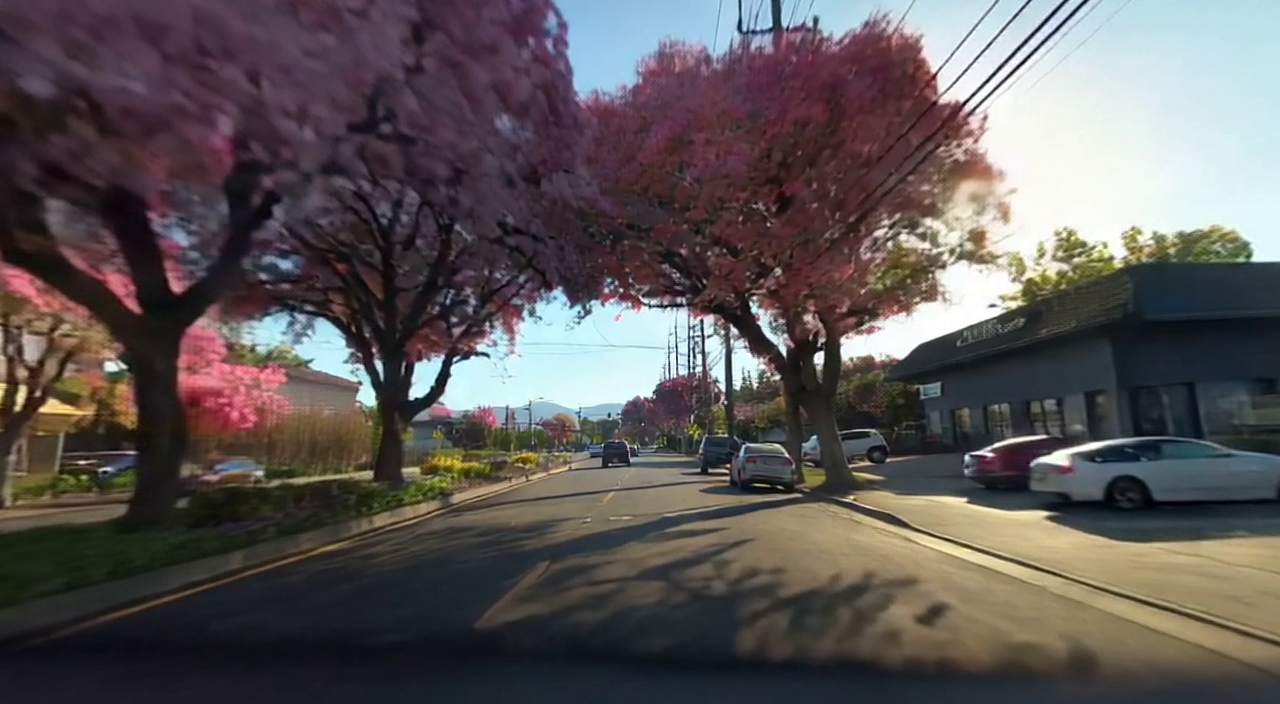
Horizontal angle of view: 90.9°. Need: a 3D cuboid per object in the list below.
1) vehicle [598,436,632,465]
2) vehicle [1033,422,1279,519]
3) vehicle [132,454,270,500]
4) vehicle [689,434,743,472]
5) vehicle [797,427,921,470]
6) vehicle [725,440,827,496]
[{"bbox_3d":[-1.758,7.101,45.736,2.202,1.961,4.980,0,-9,1],"label":"vehicle"},{"bbox_3d":[9.620,1.983,10.834,4.430,1.480,1.923,0,-9,-2],"label":"vehicle"},{"bbox_3d":[-16.566,4.717,24.135,1.954,1.497,4.613,0,-9,0],"label":"vehicle"},{"bbox_3d":[4.128,5.653,35.455,2.280,1.904,5.779,0,-9,-1],"label":"vehicle"},{"bbox_3d":[9.808,4.362,28.591,4.818,1.847,2.257,-1,-9,2],"label":"vehicle"},{"bbox_3d":[3.873,3.388,18.827,2.042,1.465,4.455,0,-9,0],"label":"vehicle"}]
